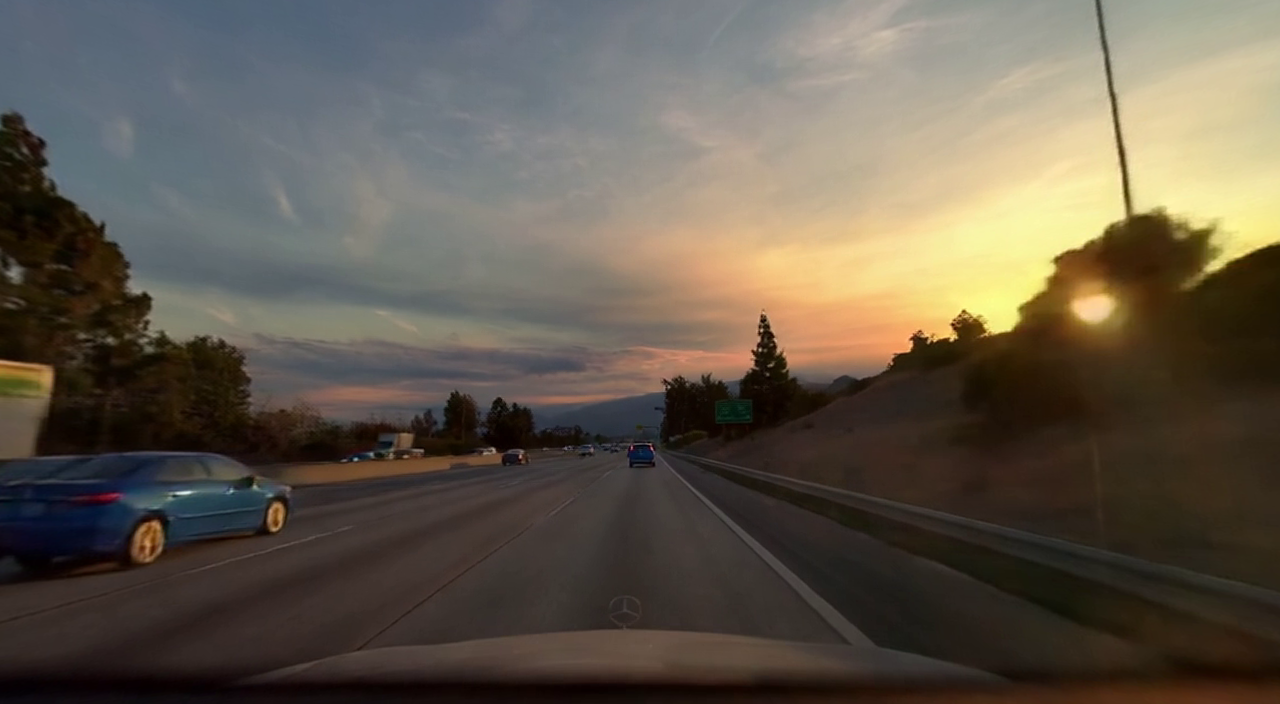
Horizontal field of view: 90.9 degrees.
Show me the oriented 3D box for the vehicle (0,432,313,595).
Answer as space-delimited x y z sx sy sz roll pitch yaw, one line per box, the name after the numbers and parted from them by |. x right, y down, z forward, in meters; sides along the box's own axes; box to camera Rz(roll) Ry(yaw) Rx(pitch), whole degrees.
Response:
-6.624 1.914 8.431 2.116 1.570 4.377 0 -8 1 | vehicle

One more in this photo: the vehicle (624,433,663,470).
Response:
0.186 6.253 39.705 2.318 2.145 4.561 0 -8 0 | vehicle

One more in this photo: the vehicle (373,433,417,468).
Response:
-16.658 6.709 43.009 1.677 2.162 3.235 -4 -9 2 | vehicle
